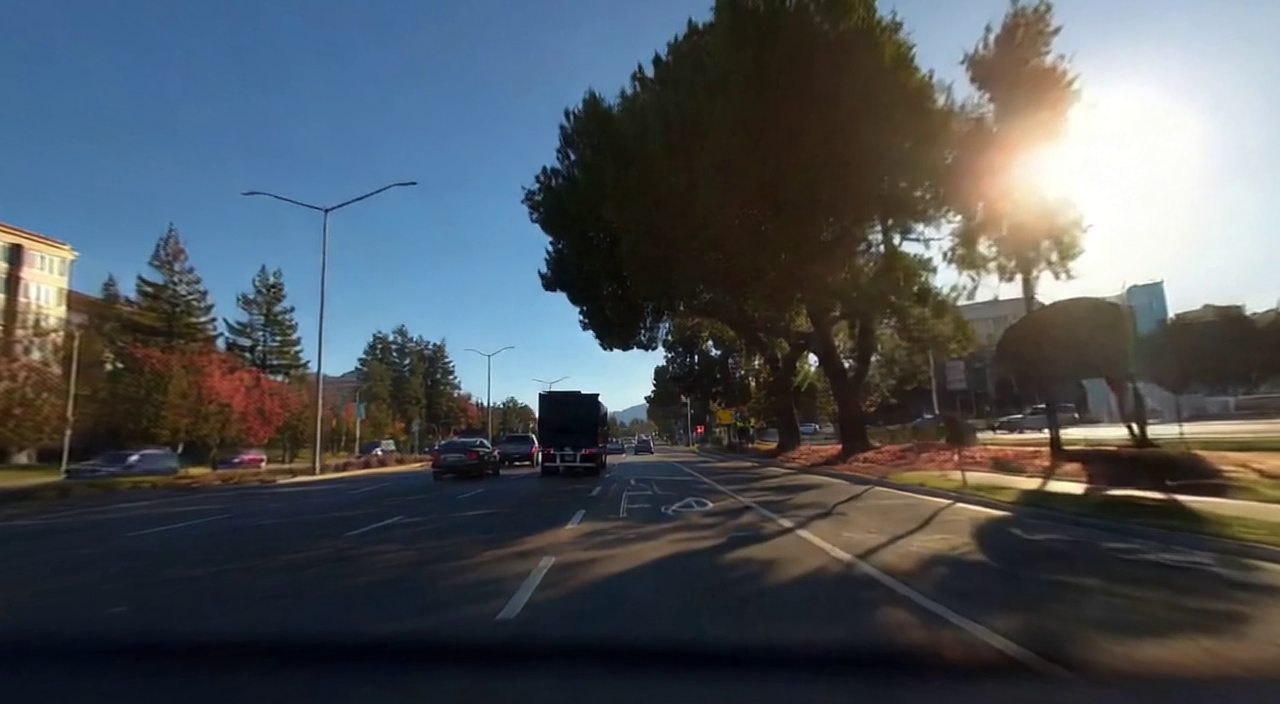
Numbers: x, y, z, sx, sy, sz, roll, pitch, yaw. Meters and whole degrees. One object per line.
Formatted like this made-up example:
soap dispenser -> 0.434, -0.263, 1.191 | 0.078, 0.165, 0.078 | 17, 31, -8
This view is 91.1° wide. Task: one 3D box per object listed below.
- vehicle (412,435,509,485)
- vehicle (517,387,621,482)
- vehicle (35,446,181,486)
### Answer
vehicle -> -5.832, 3.549, 20.995 | 2.023, 1.483, 4.143 | 0, -8, 0
vehicle -> -2.374, 3.145, 23.584 | 2.993, 3.051, 6.692 | 0, -8, 1
vehicle -> -21.815, 4.642, 26.079 | 1.887, 1.488, 4.759 | 0, -8, 0
